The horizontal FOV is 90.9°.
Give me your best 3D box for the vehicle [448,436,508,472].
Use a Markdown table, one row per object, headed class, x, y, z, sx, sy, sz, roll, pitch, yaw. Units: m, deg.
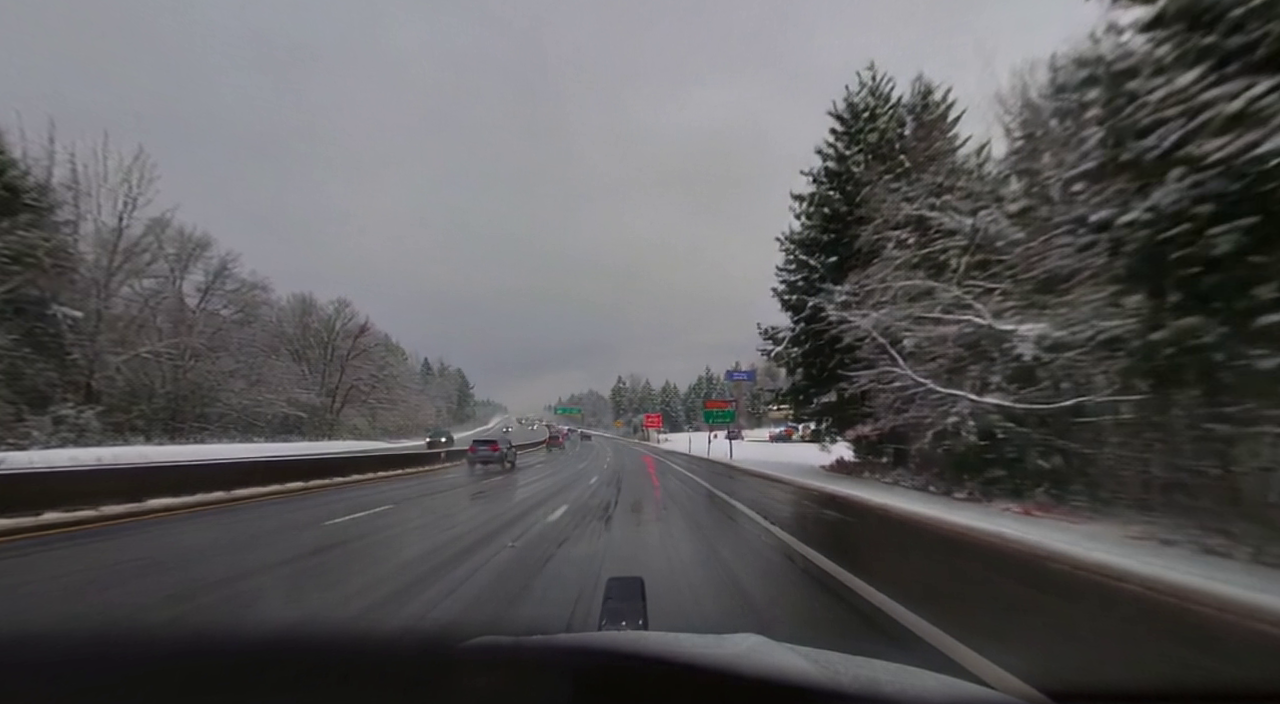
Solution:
| class | x | y | z | sx | sy | sz | roll | pitch | yaw |
| --- | --- | --- | --- | --- | --- | --- | --- | --- | --- |
| vehicle | -7.764 | 4.917 | 30.610 | 1.931 | 1.608 | 3.977 | 0 | -8 | -1 |
